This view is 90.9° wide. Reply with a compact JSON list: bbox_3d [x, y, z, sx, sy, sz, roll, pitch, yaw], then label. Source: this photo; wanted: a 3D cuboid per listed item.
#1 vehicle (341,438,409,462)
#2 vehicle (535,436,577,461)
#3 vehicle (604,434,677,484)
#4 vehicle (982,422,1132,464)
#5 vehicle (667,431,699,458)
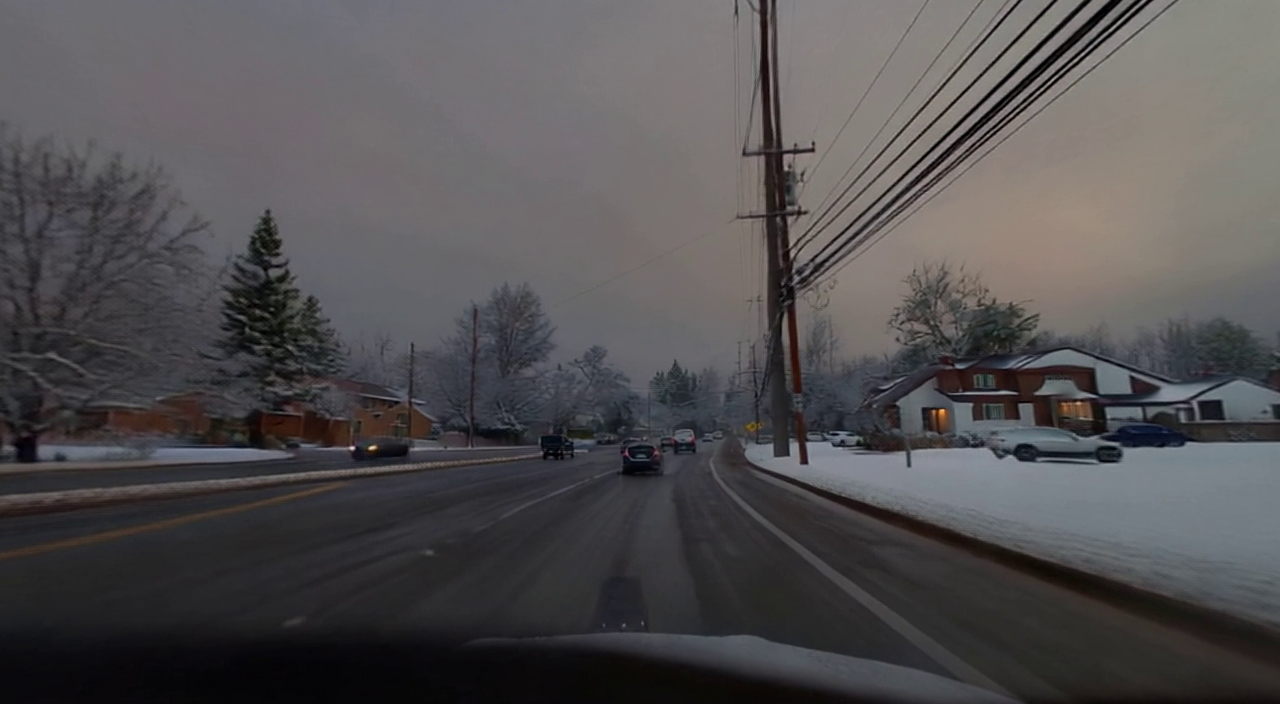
[{"bbox_3d":[-16.944,6.293,40.583,1.893,1.494,4.752,-1,-8,5],"label":"vehicle"},{"bbox_3d":[-5.216,6.068,39.671,1.983,1.485,4.159,0,-8,2],"label":"vehicle"},{"bbox_3d":[0.120,3.487,20.866,2.117,1.474,4.036,-1,-8,4],"label":"vehicle"},{"bbox_3d":[17.429,3.850,26.591,4.751,1.661,2.022,-2,-9,12],"label":"vehicle"},{"bbox_3d":[3.392,7.146,48.728,2.158,1.939,4.935,-1,-8,8],"label":"vehicle"}]
